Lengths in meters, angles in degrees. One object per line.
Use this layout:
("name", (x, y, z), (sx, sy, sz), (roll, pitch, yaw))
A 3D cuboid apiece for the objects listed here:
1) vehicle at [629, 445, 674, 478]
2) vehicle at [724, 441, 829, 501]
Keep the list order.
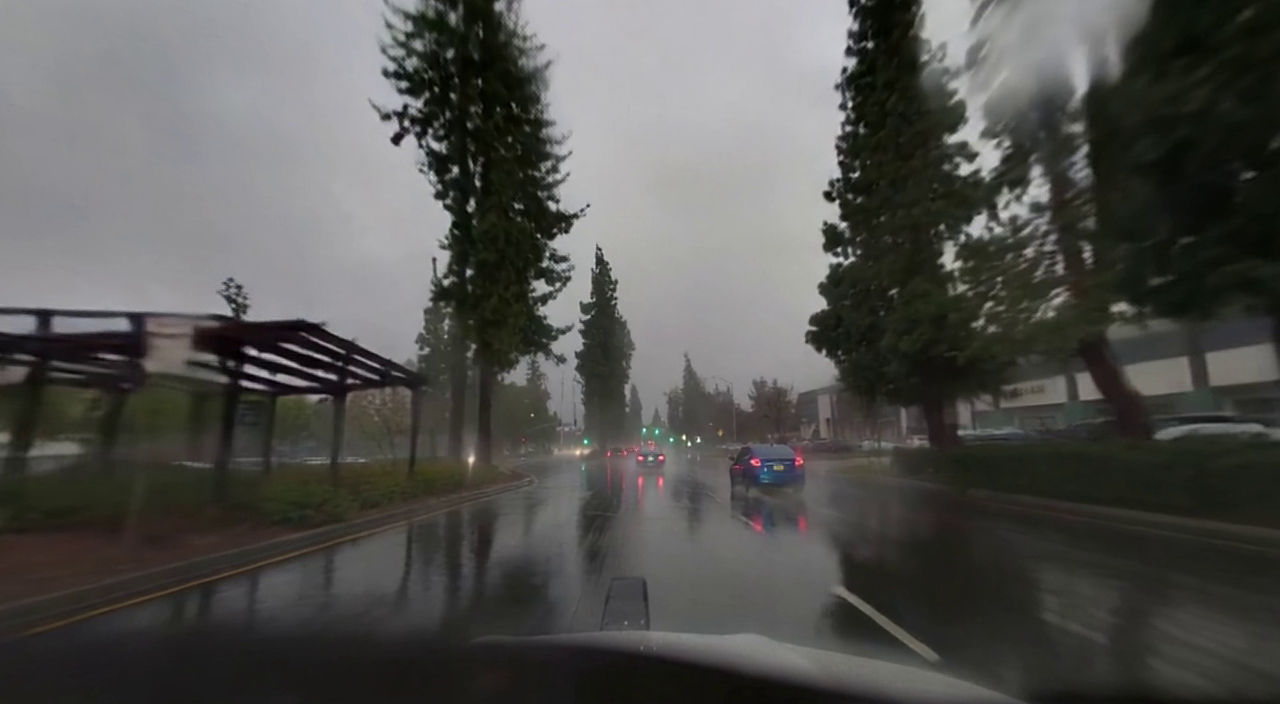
("vehicle", (0.566, 5.549, 32.144), (2.144, 1.505, 4.128), (-1, -9, 0))
("vehicle", (3.804, 3.401, 18.414), (2.067, 1.497, 4.327), (0, -9, 0))
